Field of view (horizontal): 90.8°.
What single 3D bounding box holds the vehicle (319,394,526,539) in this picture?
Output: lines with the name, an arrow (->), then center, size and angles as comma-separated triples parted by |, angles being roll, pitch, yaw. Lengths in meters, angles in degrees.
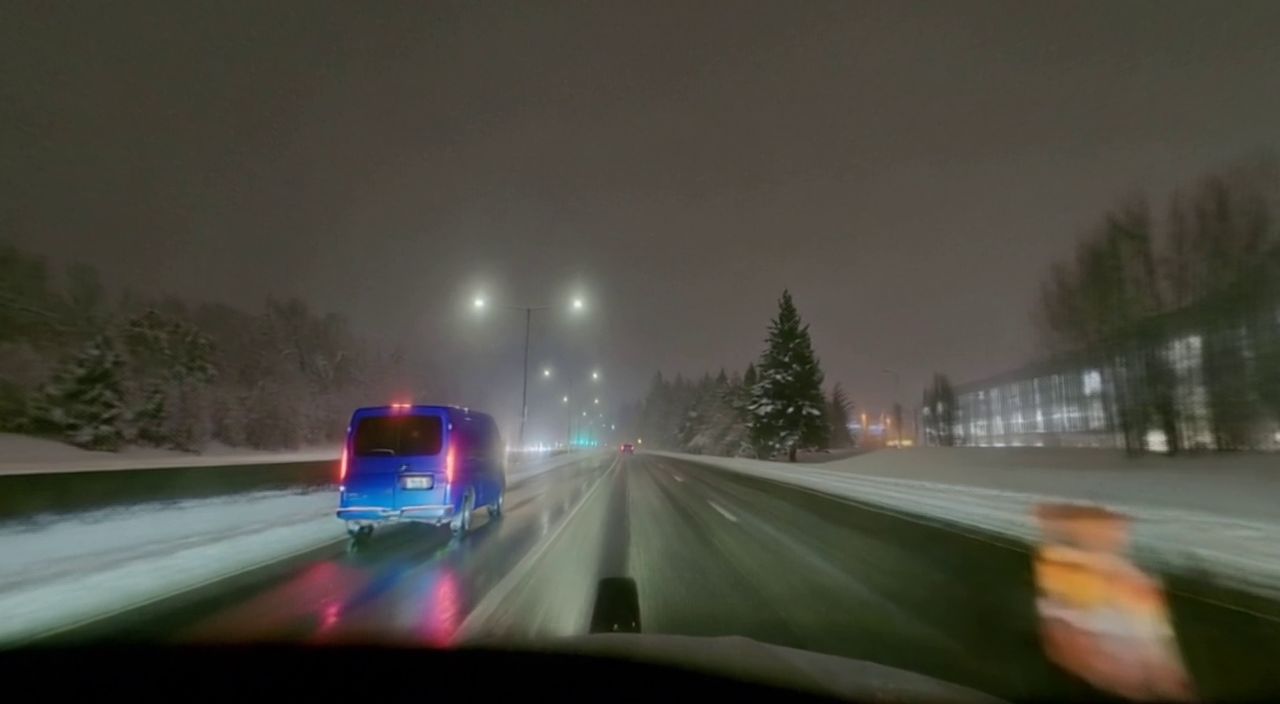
vehicle -> -3.412, 1.915, 11.015 | 2.046, 1.982, 4.465 | 0, -9, -1
